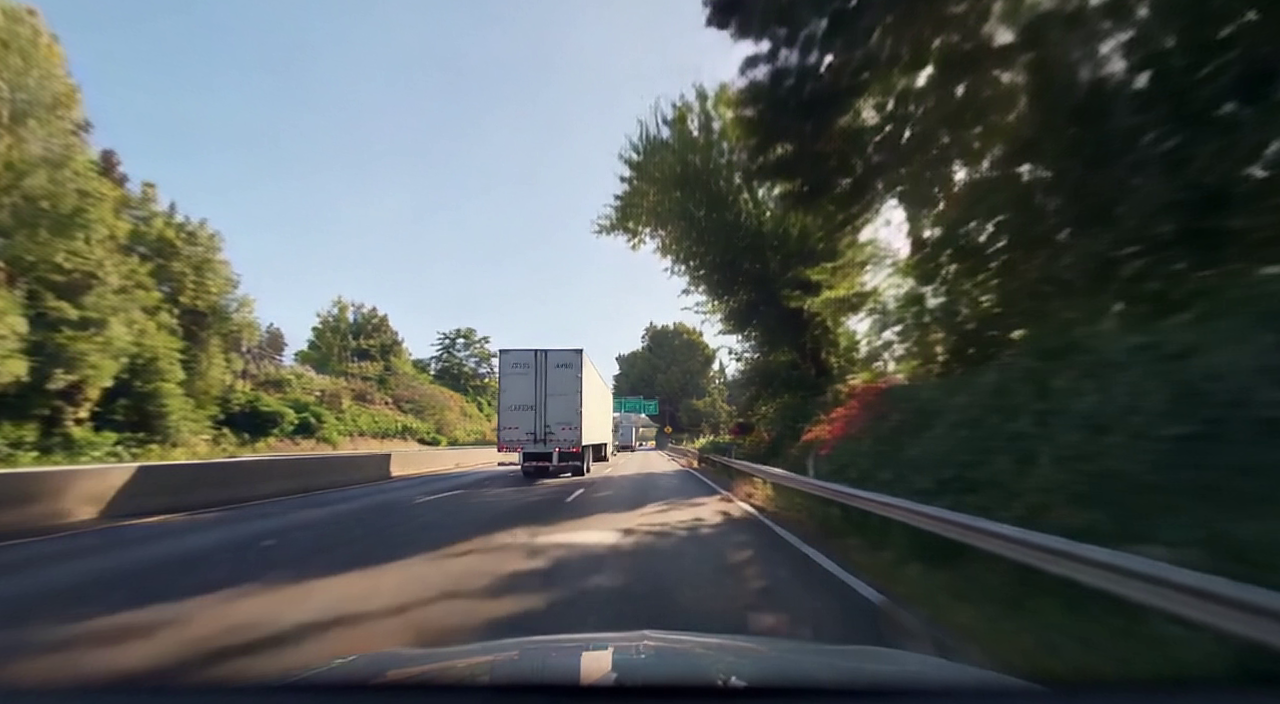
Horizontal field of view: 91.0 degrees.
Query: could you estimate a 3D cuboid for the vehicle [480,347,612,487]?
[{"bbox_3d":[-3.022,2.868,25.369,2.947,4.051,14.256,0,-8,1],"label":"vehicle"}]
